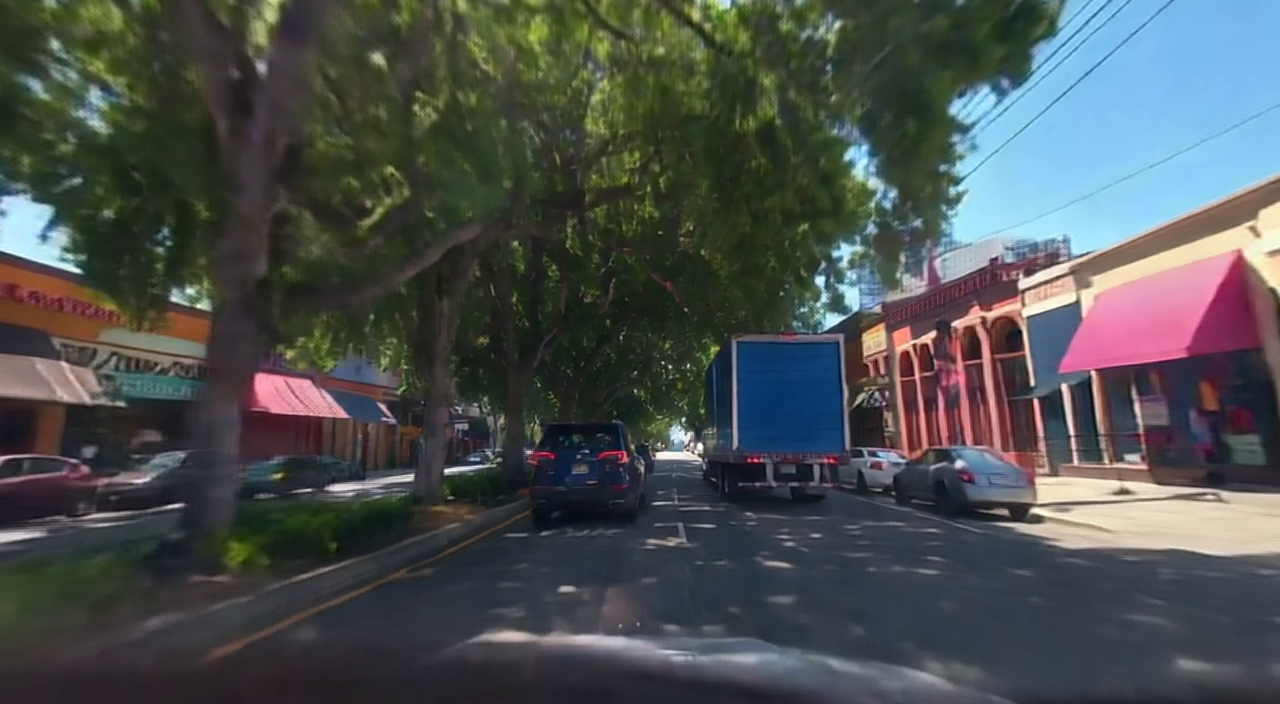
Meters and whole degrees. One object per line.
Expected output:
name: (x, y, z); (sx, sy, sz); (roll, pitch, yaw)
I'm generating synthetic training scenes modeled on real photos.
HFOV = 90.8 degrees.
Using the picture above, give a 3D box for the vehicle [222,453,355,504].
vehicle: (-12.081, 4.348, 22.147); (1.966, 1.442, 4.466); (-3, -9, 2)

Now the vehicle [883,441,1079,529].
vehicle: (6.848, 2.676, 13.319); (1.929, 1.522, 4.158); (-1, -9, 2)

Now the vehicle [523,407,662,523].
vehicle: (-0.778, 2.379, 13.766); (2.293, 2.036, 4.853); (-1, -9, 4)

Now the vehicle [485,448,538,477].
vehicle: (-7.245, 6.242, 35.991); (2.056, 1.534, 4.645); (0, -9, 0)

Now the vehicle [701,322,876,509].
vehicle: (3.923, 2.353, 20.639); (3.007, 4.206, 12.913); (0, -9, 2)

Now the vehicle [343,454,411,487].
vehicle: (-15.509, 6.976, 37.514); (1.874, 1.506, 4.781); (-7, -9, 1)

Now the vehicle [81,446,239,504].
vehicle: (-21.143, 5.368, 28.278); (2.233, 2.228, 5.747); (-1, -8, 4)

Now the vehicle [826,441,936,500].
vehicle: (7.127, 3.518, 19.187); (1.739, 1.582, 4.282); (0, -9, 2)
